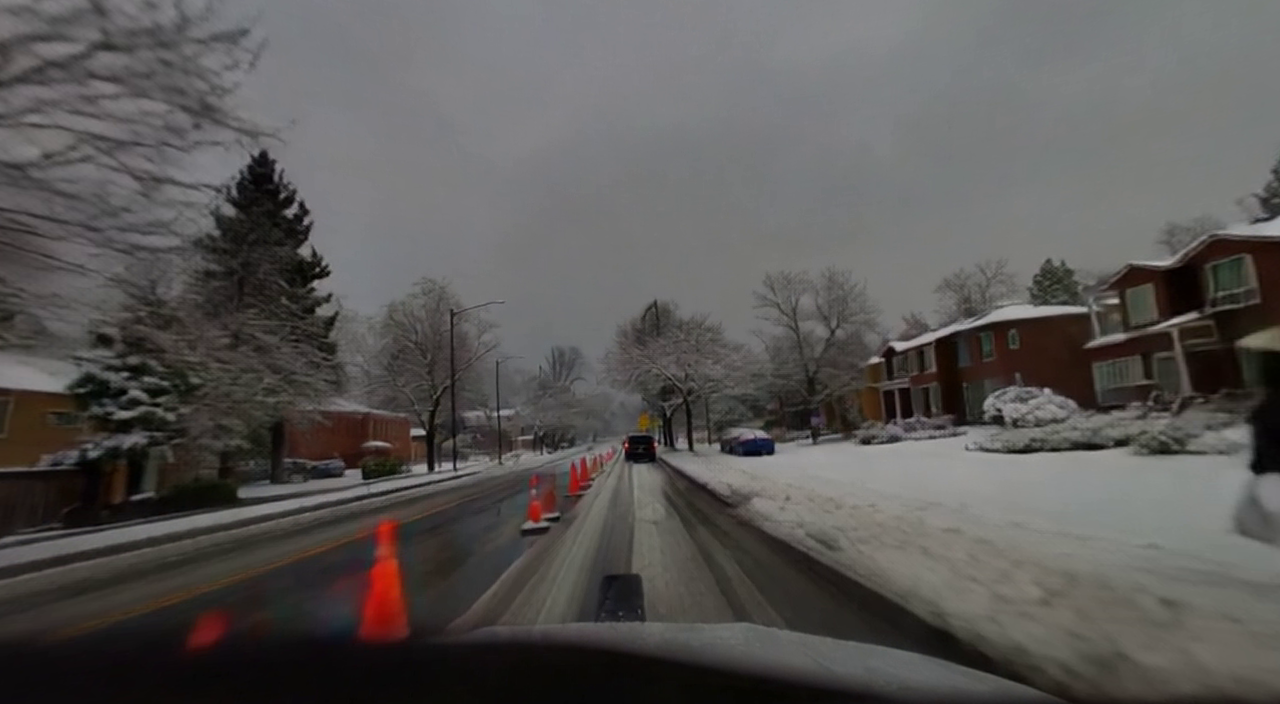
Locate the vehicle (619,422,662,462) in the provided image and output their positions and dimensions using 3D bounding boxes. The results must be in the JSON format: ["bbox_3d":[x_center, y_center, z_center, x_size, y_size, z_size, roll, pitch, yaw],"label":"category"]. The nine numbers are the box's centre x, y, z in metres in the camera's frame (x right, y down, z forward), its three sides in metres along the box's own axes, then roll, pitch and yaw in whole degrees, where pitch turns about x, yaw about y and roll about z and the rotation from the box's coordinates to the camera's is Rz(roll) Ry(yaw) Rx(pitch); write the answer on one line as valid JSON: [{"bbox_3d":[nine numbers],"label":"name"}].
[{"bbox_3d":[-0.063,4.996,34.998,2.169,2.015,5.206,0,-8,-2],"label":"vehicle"}]

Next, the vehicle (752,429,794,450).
[{"bbox_3d":[10.180,6.748,48.568,1.698,1.548,2.969,3,-9,-23],"label":"vehicle"}]
